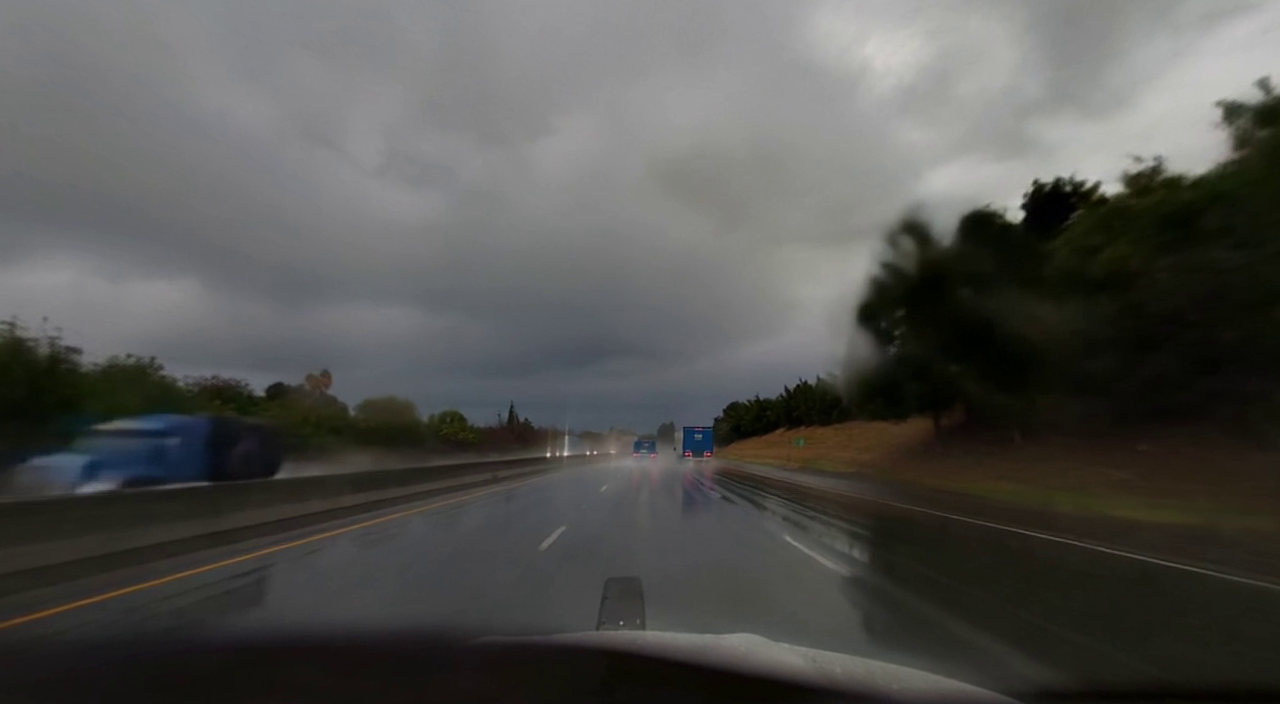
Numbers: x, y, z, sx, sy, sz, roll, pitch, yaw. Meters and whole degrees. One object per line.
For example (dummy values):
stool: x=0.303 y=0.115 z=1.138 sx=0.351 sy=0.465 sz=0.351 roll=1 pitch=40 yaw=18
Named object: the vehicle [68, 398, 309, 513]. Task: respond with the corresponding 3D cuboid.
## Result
vehicle: x=-14.653 y=3.462 z=21.464 sx=2.649 sy=3.227 sz=7.156 roll=0 pitch=-9 yaw=1
